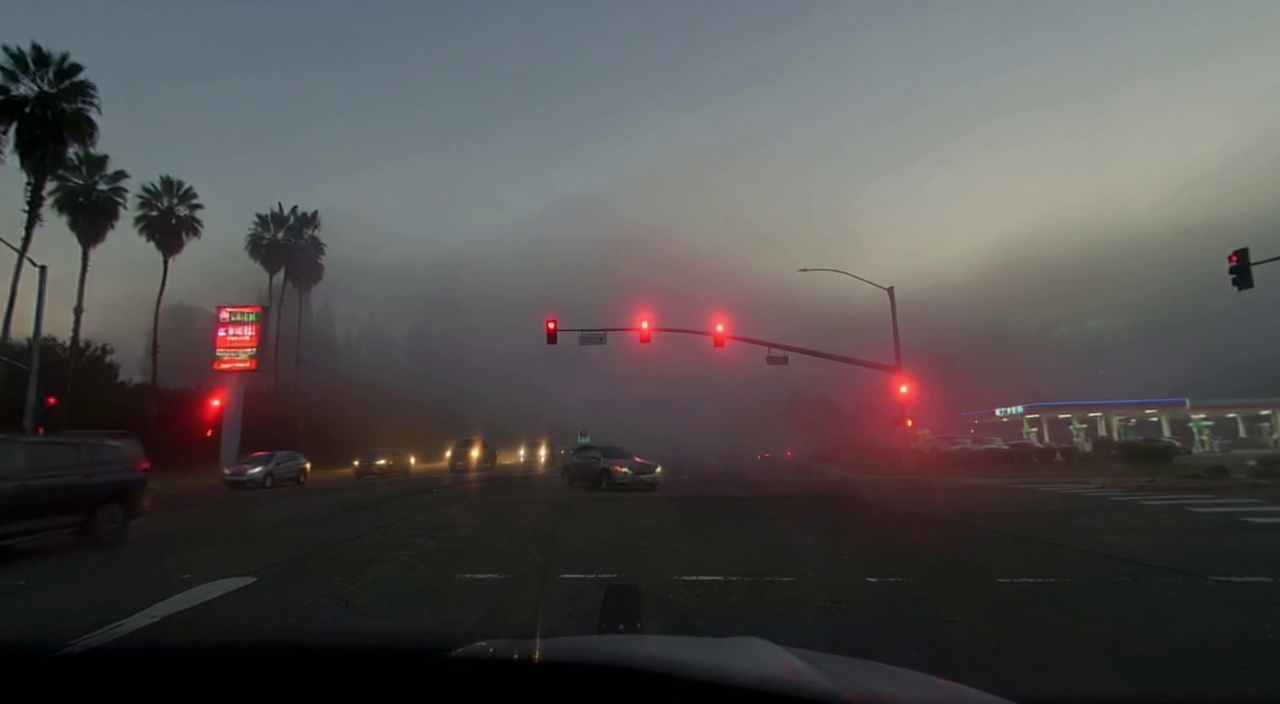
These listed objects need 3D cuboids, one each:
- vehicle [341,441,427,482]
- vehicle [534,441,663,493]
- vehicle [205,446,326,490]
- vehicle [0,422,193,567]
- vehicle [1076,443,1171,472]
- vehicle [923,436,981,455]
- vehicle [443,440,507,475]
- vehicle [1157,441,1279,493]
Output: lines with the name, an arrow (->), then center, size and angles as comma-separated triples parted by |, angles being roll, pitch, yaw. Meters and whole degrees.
vehicle -> -11.875, 5.095, 29.717 | 1.973, 1.712, 4.872 | 0, -9, 0
vehicle -> -1.462, 3.619, 20.329 | 1.983, 1.464, 4.579 | 6, -11, -36
vehicle -> -15.178, 4.691, 25.956 | 2.099, 1.590, 4.625 | 0, -9, 0
vehicle -> -8.493, 1.800, 8.280 | 2.156, 1.662, 4.186 | 0, -9, 0
vehicle -> 24.245, 5.295, 31.748 | 3.474, 1.376, 1.538 | 0, -9, -2
vehicle -> 22.516, 6.760, 45.669 | 3.356, 1.395, 1.559 | 0, -9, -1
vehicle -> -8.536, 5.508, 33.195 | 2.124, 1.701, 4.551 | 0, -9, 0
vehicle -> 18.716, 3.399, 18.815 | 5.015, 1.446, 1.862 | 0, -9, -3
